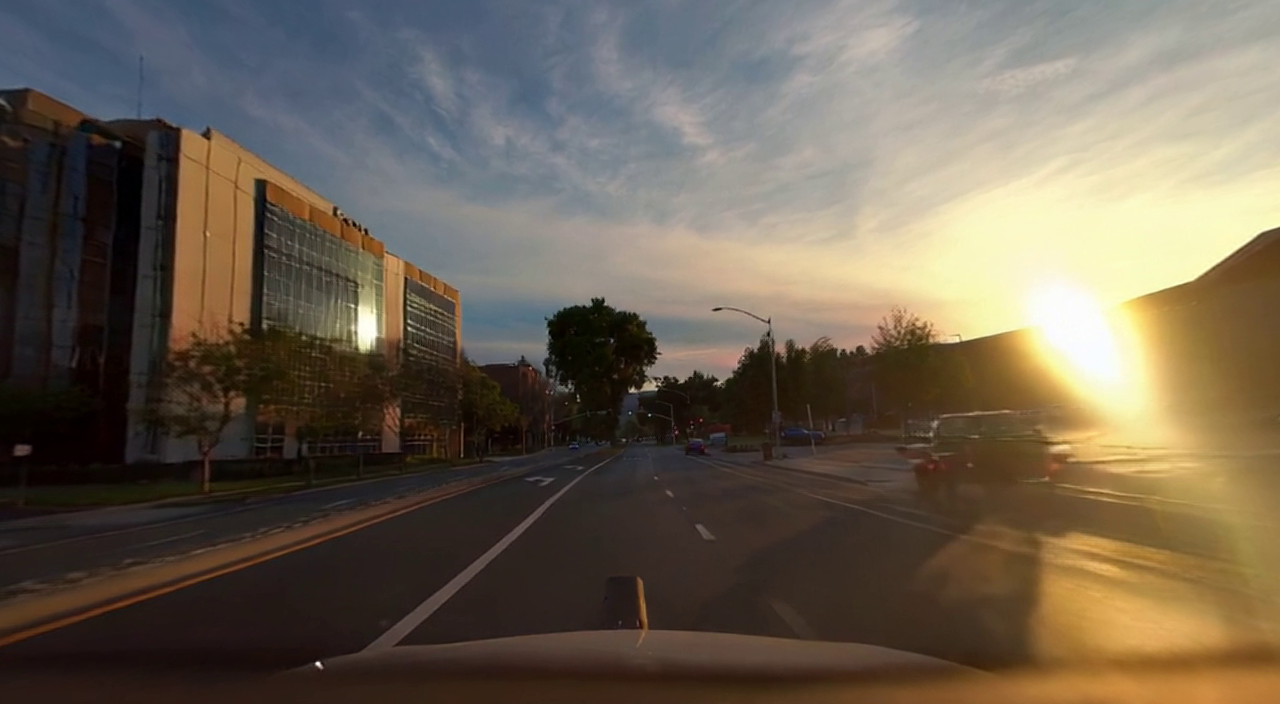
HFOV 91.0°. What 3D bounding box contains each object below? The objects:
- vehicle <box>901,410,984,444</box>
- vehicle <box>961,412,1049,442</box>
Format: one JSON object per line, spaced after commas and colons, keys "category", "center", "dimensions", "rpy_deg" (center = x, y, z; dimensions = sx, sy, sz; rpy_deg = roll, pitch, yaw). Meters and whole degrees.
{"category": "vehicle", "center": [16.916, 4.284, 35.527], "dimensions": [2.059, 1.788, 4.708], "rpy_deg": [1, -8, -4]}
{"category": "vehicle", "center": [19.822, 4.154, 34.421], "dimensions": [2.021, 1.472, 4.047], "rpy_deg": [1, -8, -8]}
